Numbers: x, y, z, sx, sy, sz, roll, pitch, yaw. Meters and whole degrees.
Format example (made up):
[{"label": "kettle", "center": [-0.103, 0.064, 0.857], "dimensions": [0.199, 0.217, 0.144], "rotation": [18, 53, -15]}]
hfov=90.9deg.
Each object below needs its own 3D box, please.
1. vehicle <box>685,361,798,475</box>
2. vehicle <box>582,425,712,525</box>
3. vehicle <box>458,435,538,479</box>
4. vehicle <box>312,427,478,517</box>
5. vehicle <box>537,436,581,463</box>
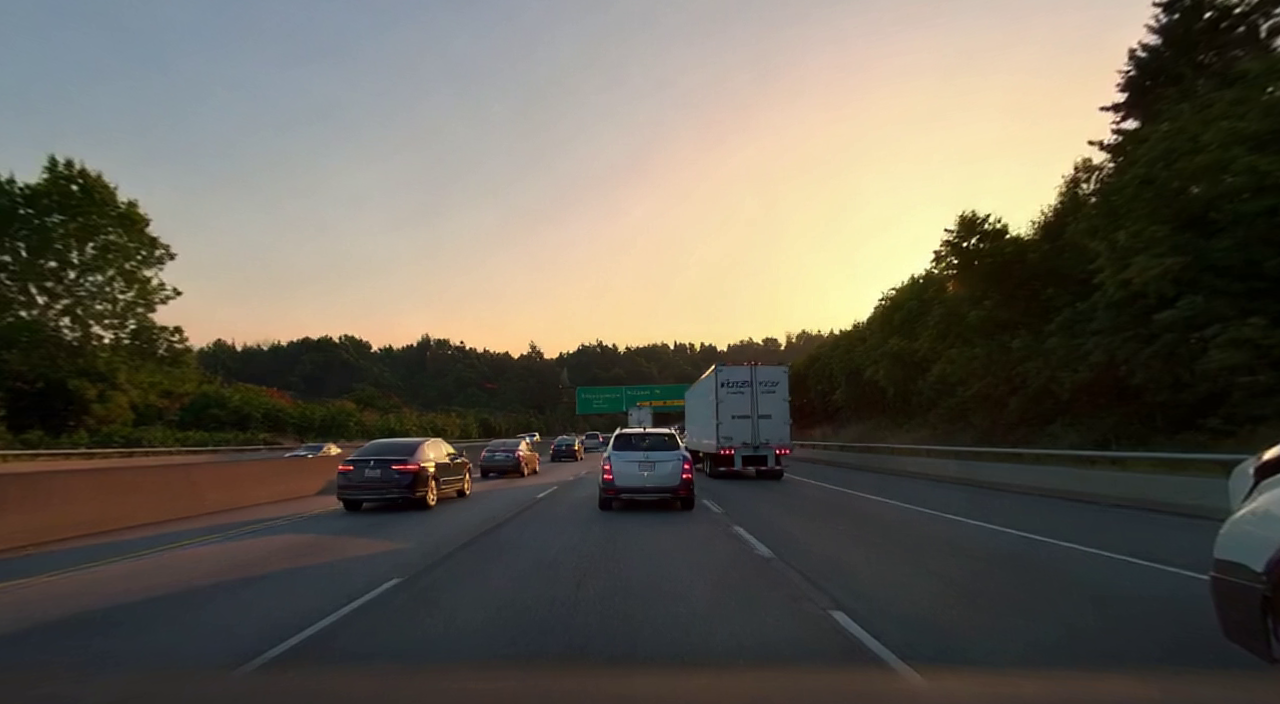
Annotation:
[{"label": "vehicle", "center": [4.155, 3.321, 29.821], "dimensions": [2.892, 4.101, 14.252], "rotation": [0, -8, 0]}, {"label": "vehicle", "center": [0.100, 2.118, 11.438], "dimensions": [1.973, 1.505, 3.568], "rotation": [0, -8, 0]}, {"label": "vehicle", "center": [-5.046, 3.749, 22.896], "dimensions": [1.880, 1.458, 3.978], "rotation": [0, -8, 1]}, {"label": "vehicle", "center": [-4.647, 2.296, 12.601], "dimensions": [1.821, 1.514, 3.677], "rotation": [0, -8, 0]}, {"label": "vehicle", "center": [-4.651, 5.621, 36.642], "dimensions": [1.887, 1.493, 4.411], "rotation": [0, -8, 1]}]
